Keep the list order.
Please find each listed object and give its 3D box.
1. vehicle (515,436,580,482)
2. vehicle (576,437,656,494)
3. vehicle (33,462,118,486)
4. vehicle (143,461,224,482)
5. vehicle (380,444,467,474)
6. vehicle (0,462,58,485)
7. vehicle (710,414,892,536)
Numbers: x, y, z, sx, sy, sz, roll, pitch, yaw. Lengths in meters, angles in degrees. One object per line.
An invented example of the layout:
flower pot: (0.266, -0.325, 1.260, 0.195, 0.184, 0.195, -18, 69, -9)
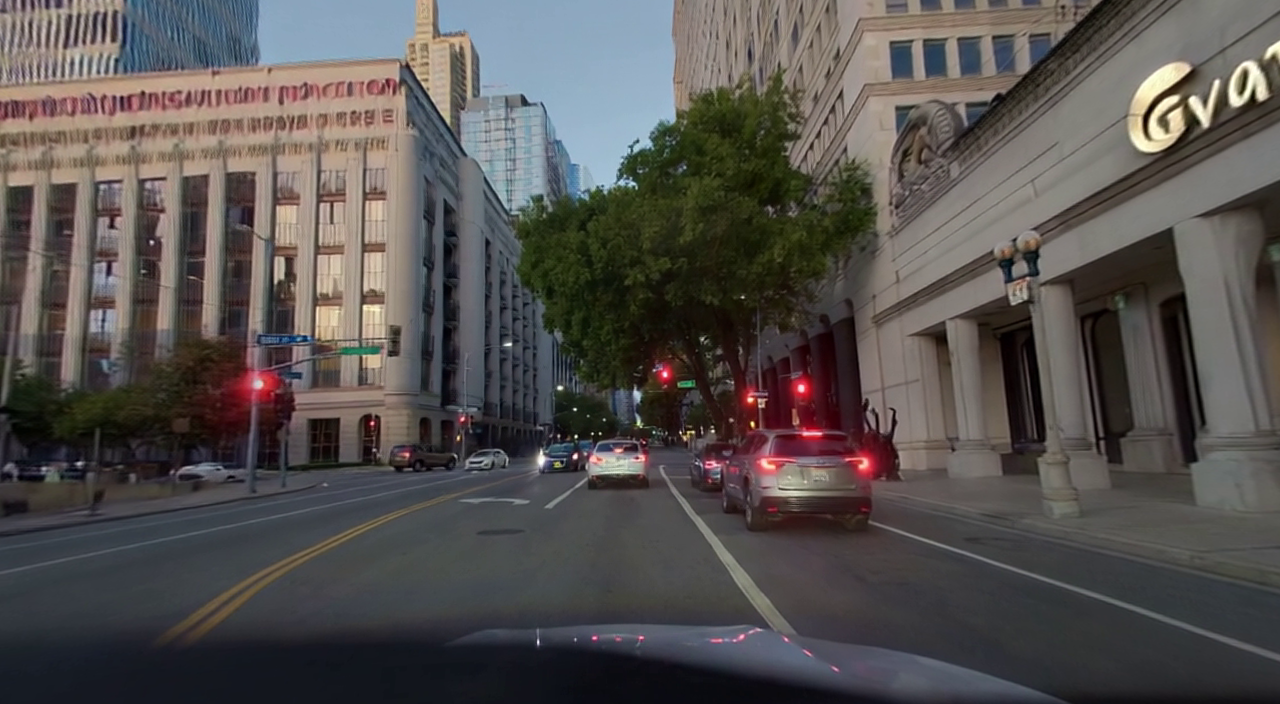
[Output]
vehicle: (-3.592, 4.249, 25.395, 2.045, 1.633, 4.864, 0, -9, -2)
vehicle: (-0.639, 3.305, 18.734, 2.096, 1.492, 4.071, 0, -9, 0)
vehicle: (-40.239, 8.682, 45.083, 4.224, 1.622, 1.808, 0, -9, 0)
vehicle: (-32.490, 8.487, 45.023, 4.392, 1.427, 1.764, 0, -9, 0)
vehicle: (-13.384, 6.617, 39.367, 4.855, 1.769, 2.071, 2, -9, -11)
vehicle: (-44.659, 8.759, 45.547, 3.671, 1.498, 1.670, 1, -9, 3)
vehicle: (2.620, 2.150, 11.595, 2.096, 1.775, 4.440, 0, -9, -1)
